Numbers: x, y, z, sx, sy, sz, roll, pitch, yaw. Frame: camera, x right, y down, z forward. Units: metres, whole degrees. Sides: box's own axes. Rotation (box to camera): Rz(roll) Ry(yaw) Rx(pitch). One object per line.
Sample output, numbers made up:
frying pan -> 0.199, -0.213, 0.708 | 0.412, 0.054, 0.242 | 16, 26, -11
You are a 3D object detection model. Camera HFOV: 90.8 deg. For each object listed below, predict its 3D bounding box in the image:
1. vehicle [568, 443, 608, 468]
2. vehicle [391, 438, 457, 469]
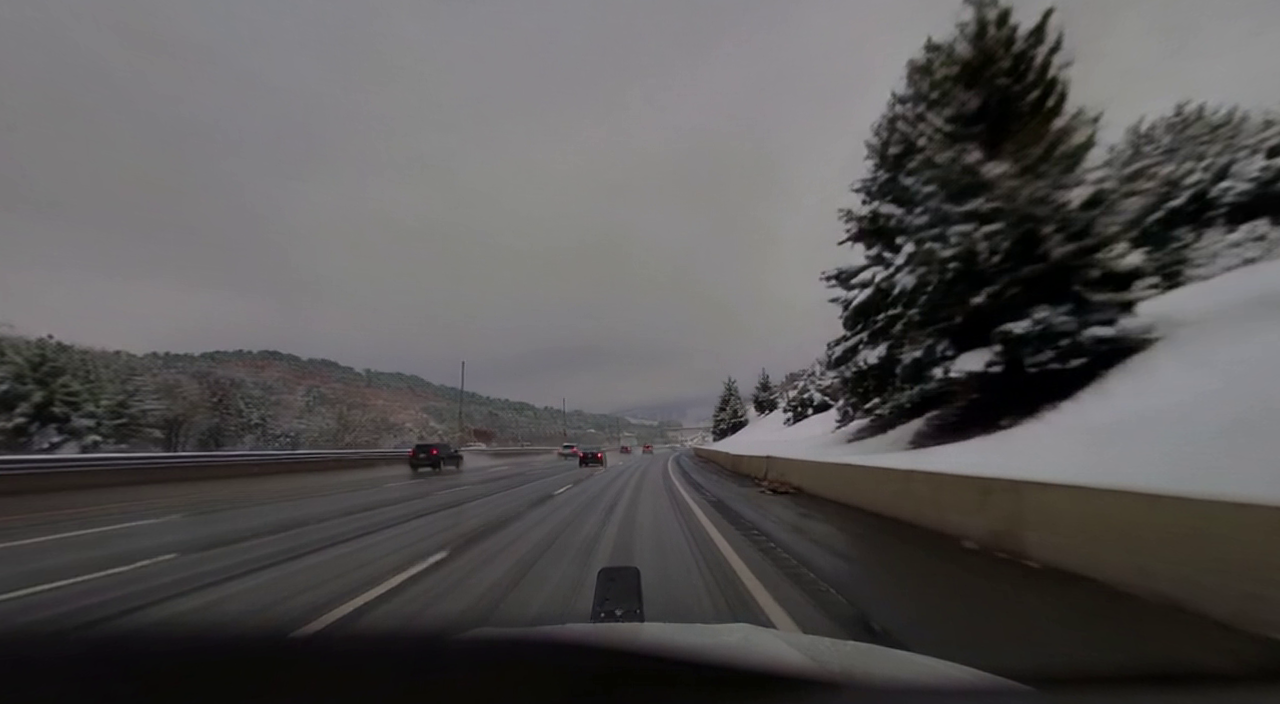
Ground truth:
vehicle -> -3.190, 6.452, 39.516 | 1.931, 1.492, 4.076 | -1, -8, 3
vehicle -> -12.914, 6.099, 38.154 | 2.076, 1.766, 4.831 | -1, -8, 2
